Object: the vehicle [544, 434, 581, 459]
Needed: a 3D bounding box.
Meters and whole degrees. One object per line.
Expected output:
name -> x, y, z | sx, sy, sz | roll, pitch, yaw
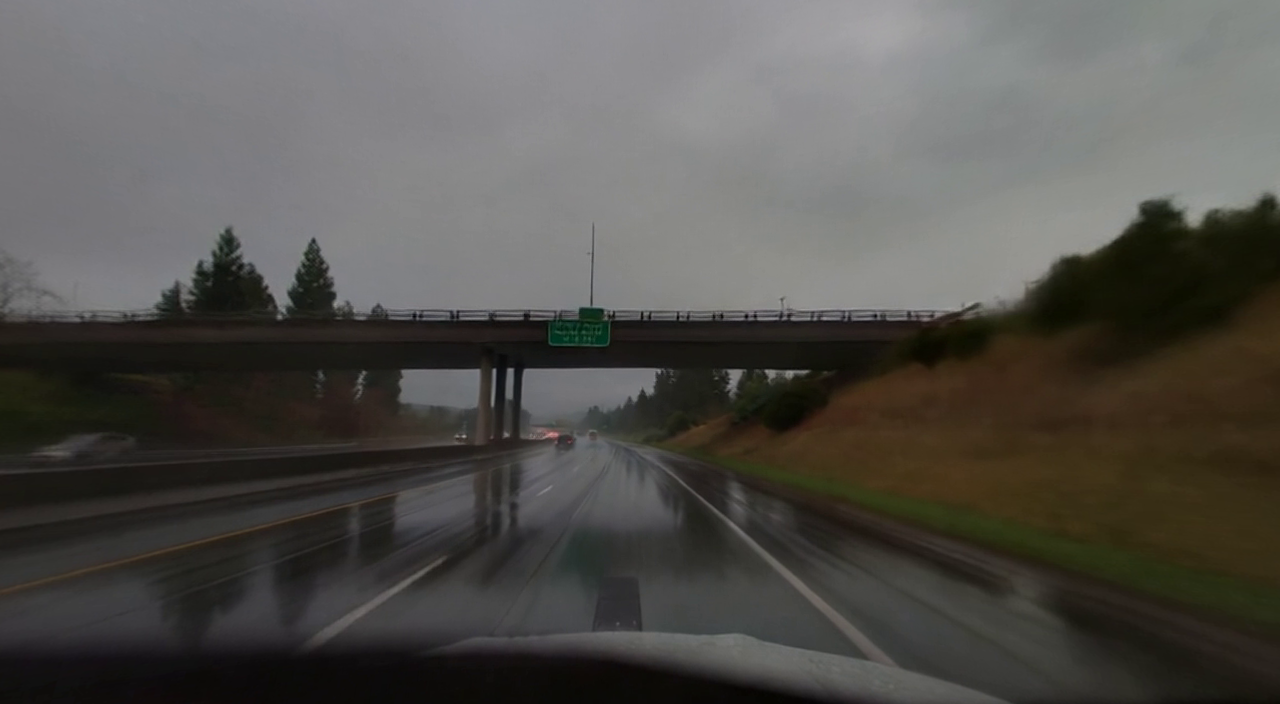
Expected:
vehicle -> -5.051, 6.192, 41.506 | 2.005, 1.509, 4.260 | 0, -8, -2
